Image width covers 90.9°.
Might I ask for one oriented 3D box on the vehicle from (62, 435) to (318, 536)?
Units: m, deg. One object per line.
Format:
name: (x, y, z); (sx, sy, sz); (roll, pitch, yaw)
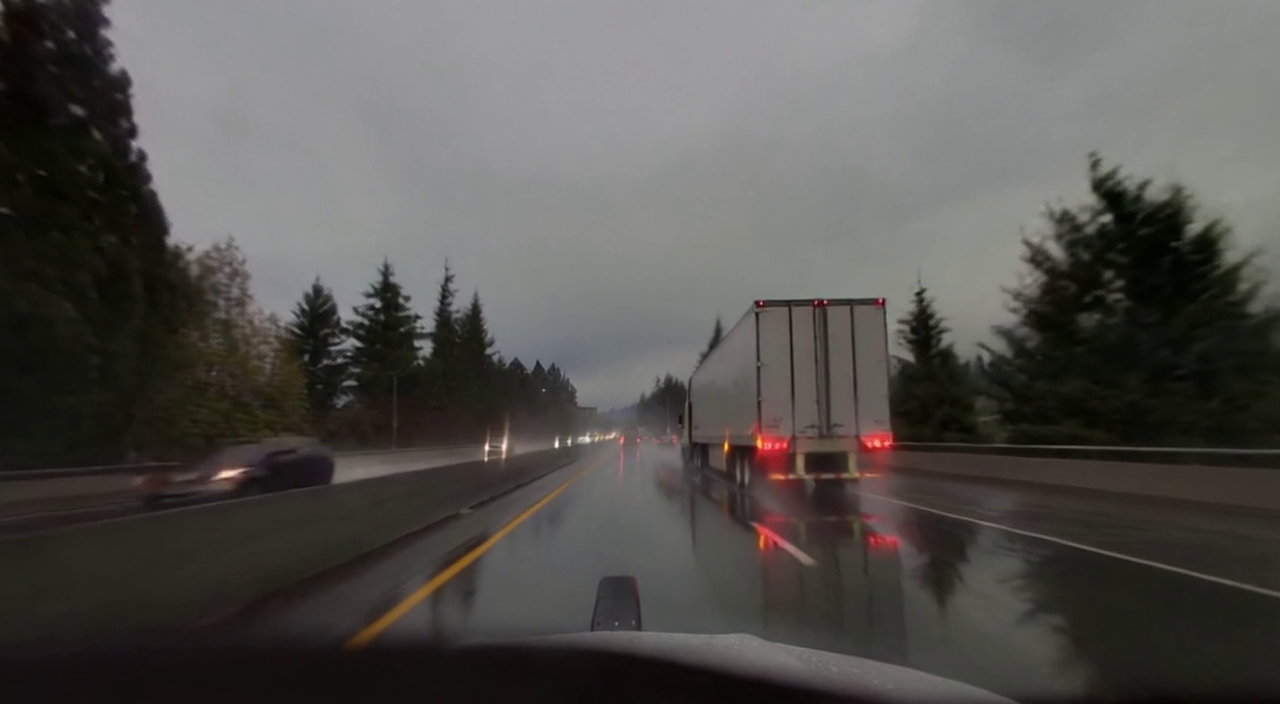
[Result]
vehicle: (-8.029, 2.343, 11.825); (1.930, 1.542, 3.943); (0, -7, -1)

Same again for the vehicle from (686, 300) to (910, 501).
vehicle: (3.605, 1.856, 19.370); (3.038, 3.975, 13.887); (0, -8, -1)
